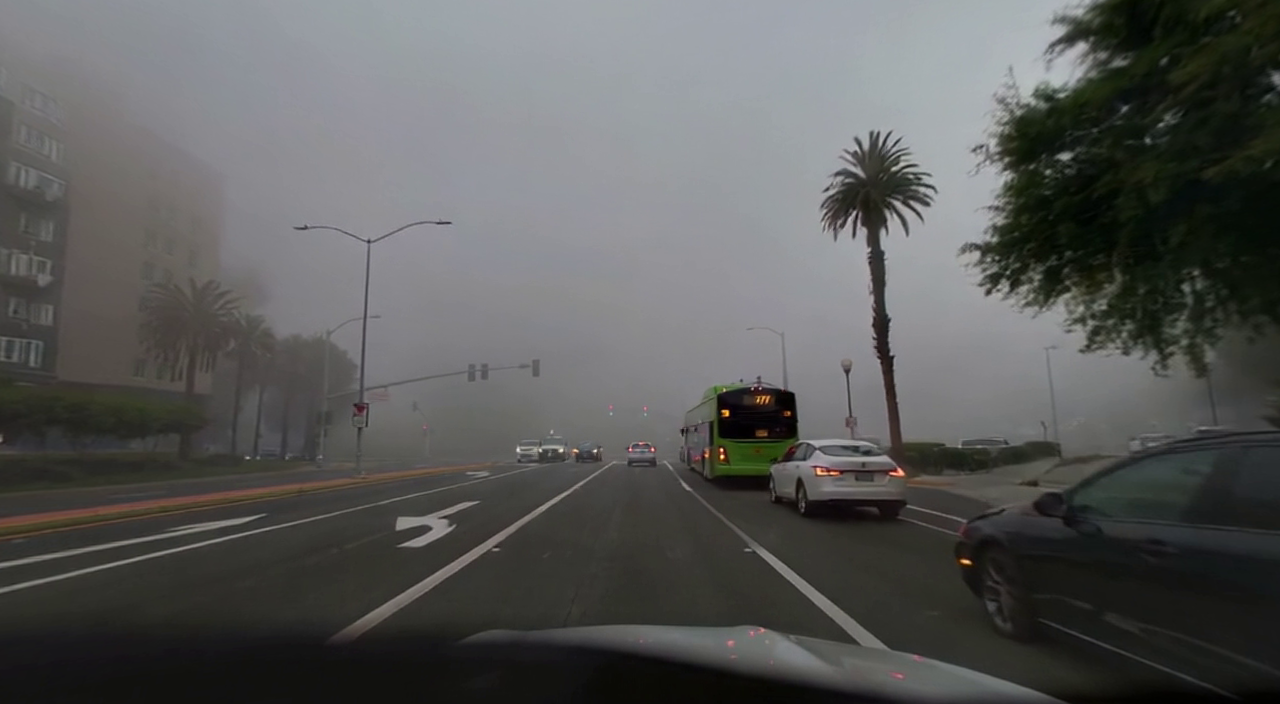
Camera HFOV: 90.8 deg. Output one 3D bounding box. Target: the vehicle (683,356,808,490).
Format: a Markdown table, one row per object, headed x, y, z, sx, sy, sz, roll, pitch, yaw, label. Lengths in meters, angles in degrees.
| x | y | z | sx | sy | sz | roll | pitch | yaw | label |
| --- | --- | --- | --- | --- | --- | --- | --- | --- | --- |
| 3.592 | 3.130 | 25.752 | 2.970 | 4.015 | 13.606 | 0 | -9 | 1 | vehicle |

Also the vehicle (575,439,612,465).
| x | y | z | sx | sy | sz | roll | pitch | yaw | label |
| --- | --- | --- | --- | --- | --- | --- | --- | --- | --- |
| -3.121 | 6.814 | 43.141 | 2.020 | 1.721 | 4.366 | -1 | -9 | 2 | vehicle |

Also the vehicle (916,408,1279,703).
| x | y | z | sx | sy | sz | roll | pitch | yaw | label |
| --- | --- | --- | --- | --- | --- | --- | --- | --- | --- |
| 3.343 | 1.042 | 2.892 | 2.063 | 1.483 | 4.620 | 0 | -9 | 0 | vehicle |

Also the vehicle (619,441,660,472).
| x | y | z | sx | sy | sz | roll | pitch | yaw | label |
| --- | --- | --- | --- | --- | --- | --- | --- | --- | --- |
| 0.004 | 5.477 | 33.260 | 2.060 | 1.499 | 3.831 | 0 | -9 | 1 | vehicle |

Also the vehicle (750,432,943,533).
| x | y | z | sx | sy | sz | roll | pitch | yaw | label |
| --- | --- | --- | --- | --- | --- | --- | --- | --- | --- |
| 3.603 | 2.382 | 12.226 | 1.965 | 1.519 | 5.078 | 0 | -9 | -1 | vehicle |

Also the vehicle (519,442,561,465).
| x | y | z | sx | sy | sz | roll | pitch | yaw | label |
| --- | --- | --- | --- | --- | --- | --- | --- | --- | --- |
| -6.736 | 6.893 | 43.072 | 1.927 | 1.480 | 4.832 | -1 | -9 | 2 | vehicle |
